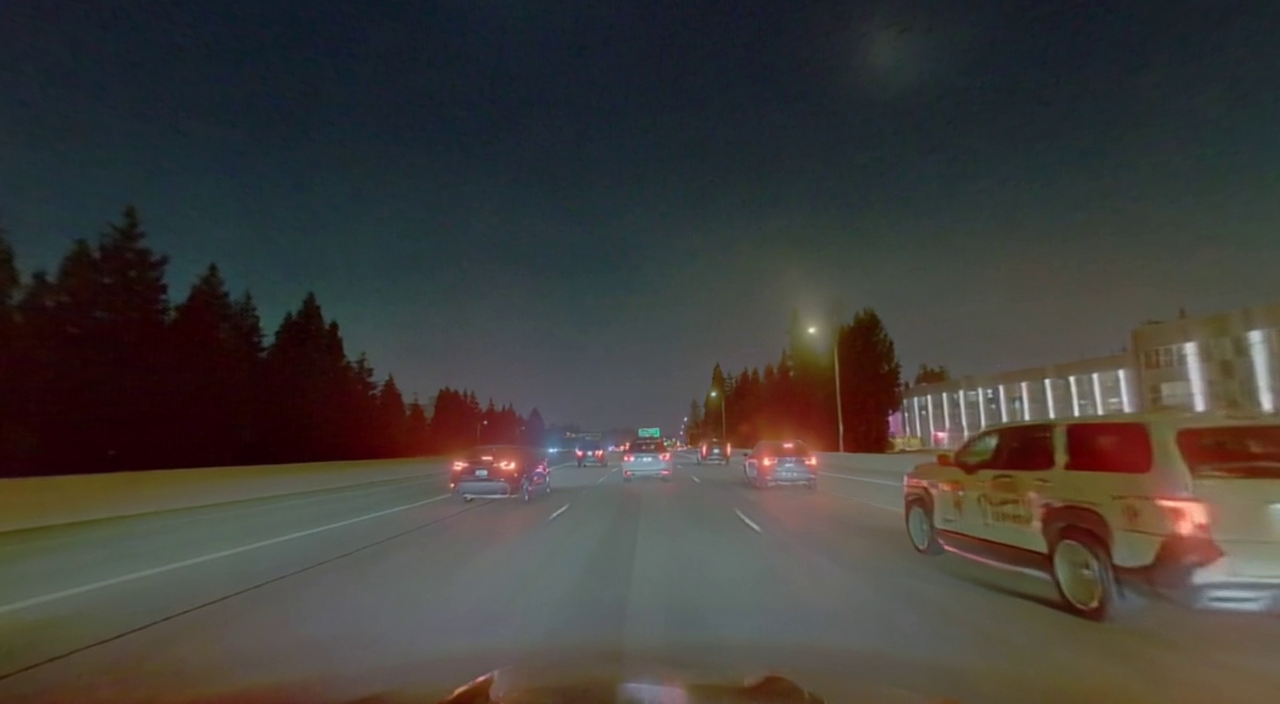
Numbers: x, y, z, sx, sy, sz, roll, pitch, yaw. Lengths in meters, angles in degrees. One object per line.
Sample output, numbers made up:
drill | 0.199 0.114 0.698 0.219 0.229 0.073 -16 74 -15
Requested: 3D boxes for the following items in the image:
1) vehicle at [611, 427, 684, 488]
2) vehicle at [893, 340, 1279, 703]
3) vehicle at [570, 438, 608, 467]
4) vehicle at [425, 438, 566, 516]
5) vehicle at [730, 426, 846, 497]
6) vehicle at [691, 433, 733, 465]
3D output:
vehicle | 0.235 3.490 21.185 2.153 1.805 4.631 -1 -8 0
vehicle | 3.889 1.087 4.713 2.156 1.701 4.494 -1 -8 1
vehicle | -3.225 6.431 40.520 1.951 1.694 4.188 -1 -8 2
vehicle | -3.048 2.750 14.523 1.965 1.443 4.968 -1 -8 1
vehicle | 3.860 2.951 17.337 2.094 1.676 4.309 0 -8 0
vehicle | 4.293 5.889 38.302 2.039 1.832 3.989 0 -8 0
